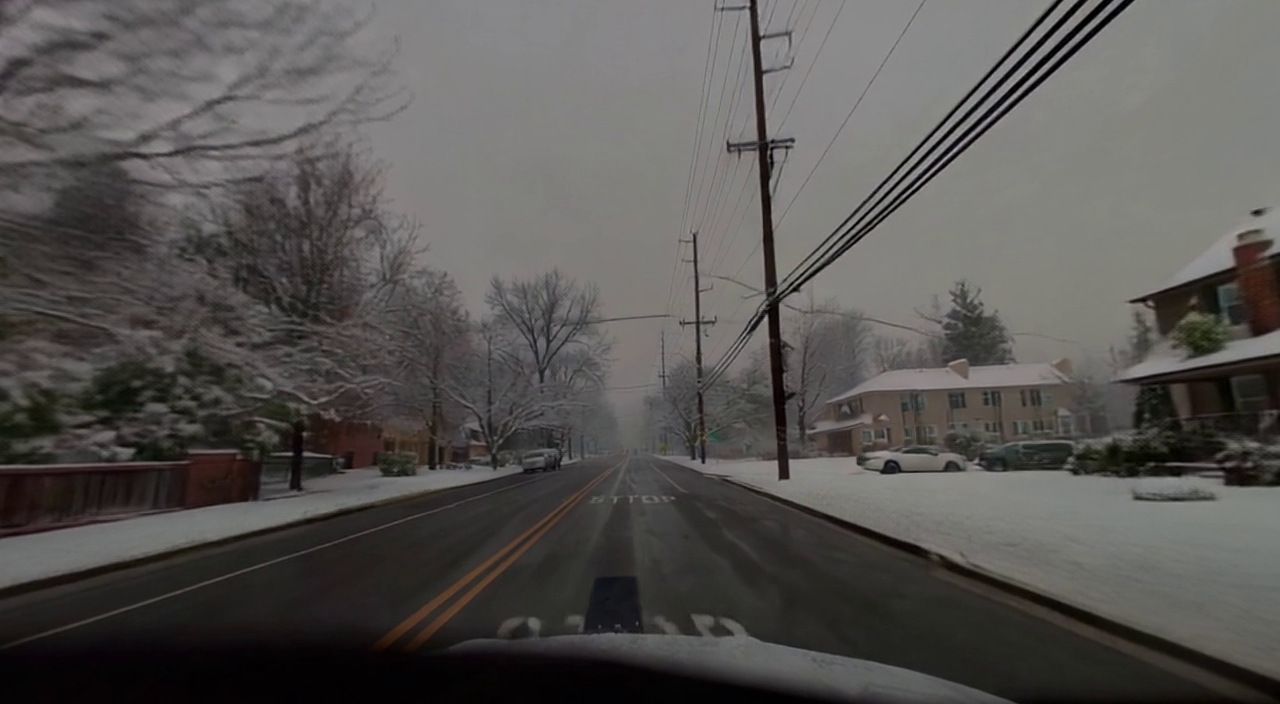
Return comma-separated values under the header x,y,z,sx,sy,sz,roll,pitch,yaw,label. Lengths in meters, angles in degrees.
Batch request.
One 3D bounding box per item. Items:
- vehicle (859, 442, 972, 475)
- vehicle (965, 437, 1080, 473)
x,y,z,sx,sy,sz,roll,pitch,yaw,label
13.624,5.271,31.393,4.624,1.420,2.045,-1,-9,-4,vehicle
18.907,5.104,31.368,4.362,1.480,1.903,-3,-7,0,vehicle
